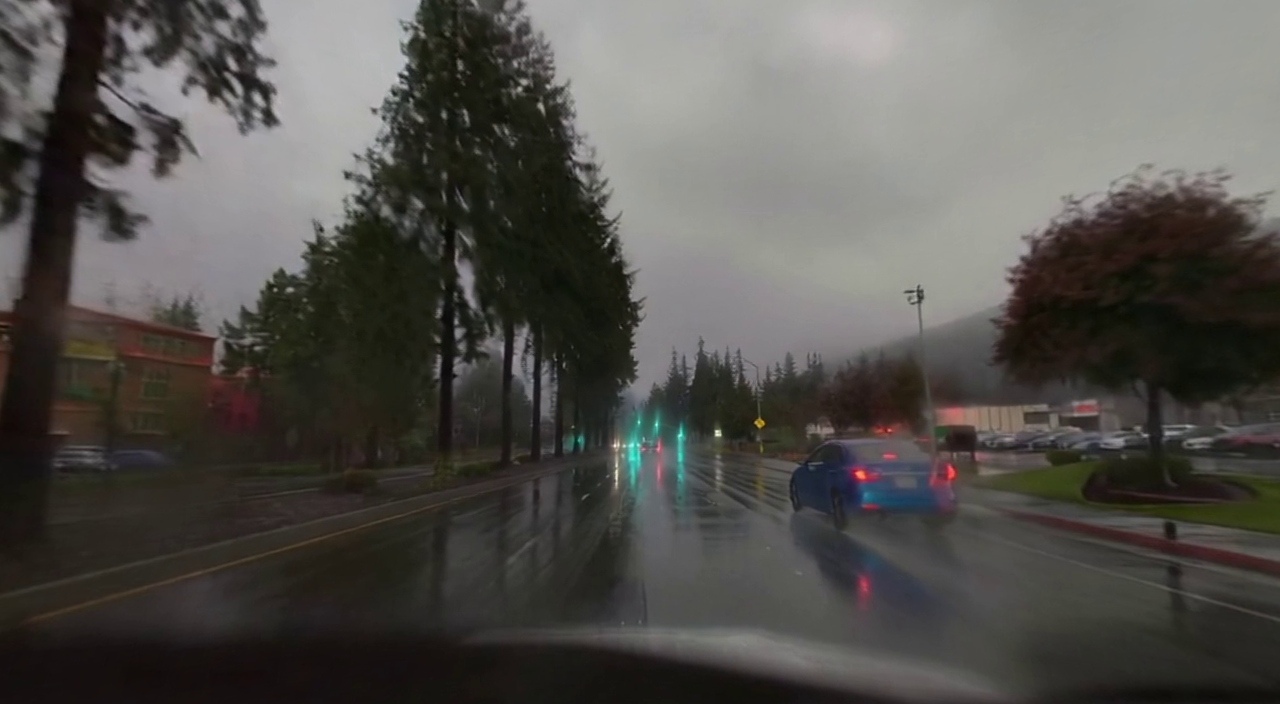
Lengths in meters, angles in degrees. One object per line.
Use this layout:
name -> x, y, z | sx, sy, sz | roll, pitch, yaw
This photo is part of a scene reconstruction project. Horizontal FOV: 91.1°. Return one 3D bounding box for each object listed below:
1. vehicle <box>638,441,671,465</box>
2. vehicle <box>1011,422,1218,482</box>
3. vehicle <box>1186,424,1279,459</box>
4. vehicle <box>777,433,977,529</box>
vehicle -> 0.943, 6.844, 42.706 | 2.144, 1.505, 4.128 | 0, -9, 0
vehicle -> 14.607, 3.109, 19.548 | 4.722, 1.500, 1.975 | -4, -9, 0
vehicle -> 27.584, 3.996, 28.089 | 4.440, 1.475, 1.906 | 0, -9, 0
vehicle -> 4.228, 2.380, 12.205 | 2.053, 1.482, 4.568 | 0, -9, -1
